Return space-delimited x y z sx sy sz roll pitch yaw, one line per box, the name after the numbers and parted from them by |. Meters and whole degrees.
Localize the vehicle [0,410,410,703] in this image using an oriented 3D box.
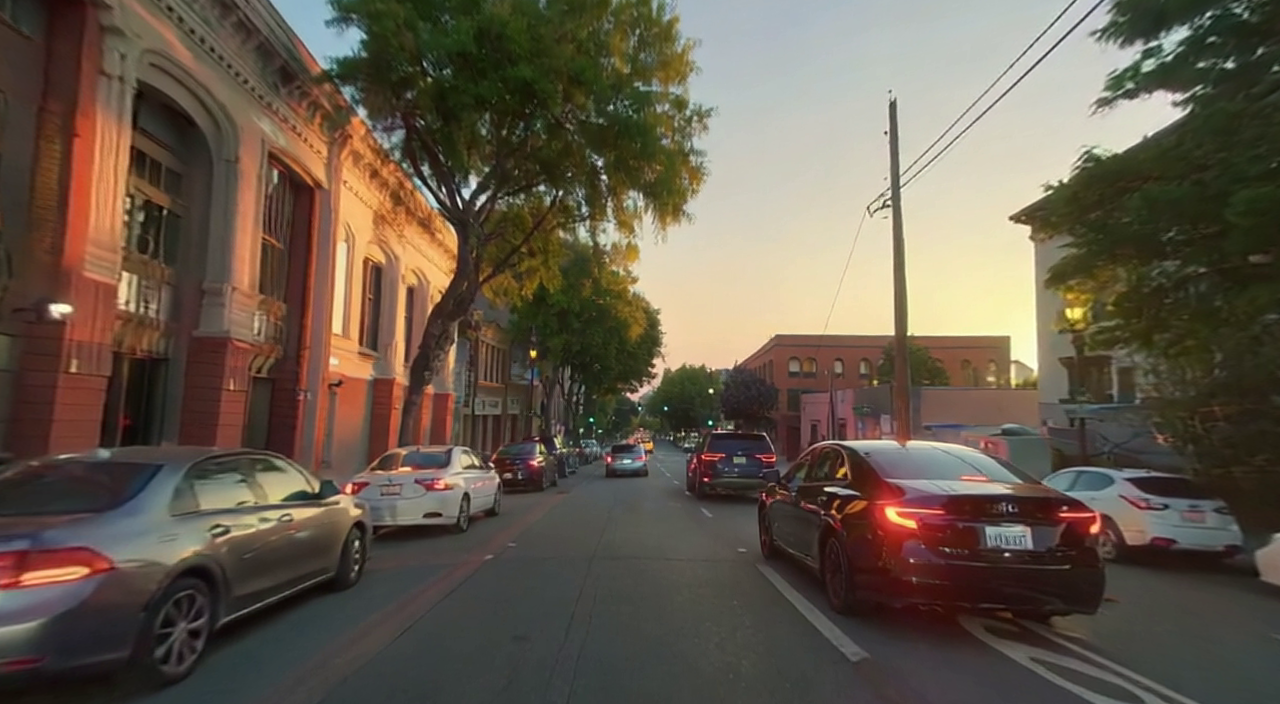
-3.525 1.314 4.706 1.955 1.504 4.618 0 -8 -2 | vehicle

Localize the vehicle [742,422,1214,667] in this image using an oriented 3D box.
2.479 1.531 6.256 2.080 1.495 4.591 0 -8 -1 | vehicle

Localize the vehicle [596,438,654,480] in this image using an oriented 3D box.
-0.527 4.044 23.995 2.007 1.460 3.923 0 -8 0 | vehicle

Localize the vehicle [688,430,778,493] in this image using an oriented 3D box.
2.714 3.333 19.542 2.002 1.707 4.547 0 -8 -1 | vehicle
